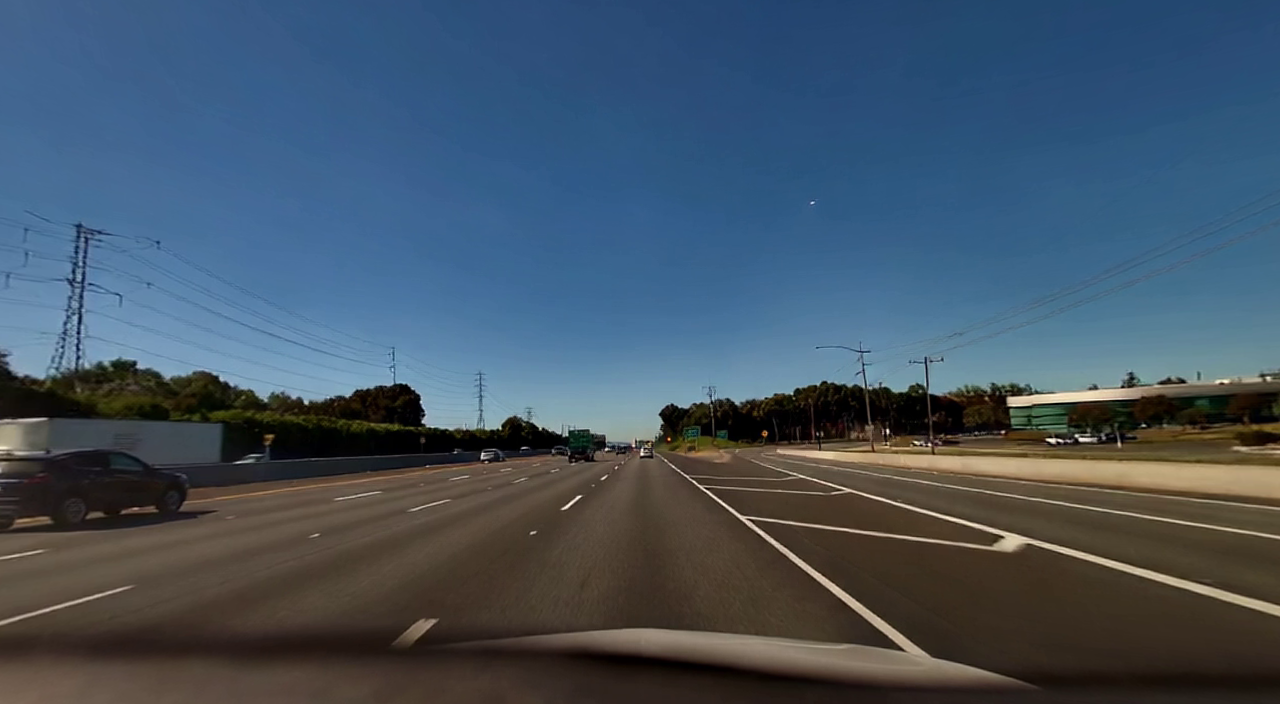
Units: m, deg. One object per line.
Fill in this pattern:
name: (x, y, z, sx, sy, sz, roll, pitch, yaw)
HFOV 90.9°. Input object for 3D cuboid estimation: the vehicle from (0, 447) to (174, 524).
vehicle: (-13.558, 2.966, 14.669, 1.988, 1.477, 4.442, 0, -8, 1)
